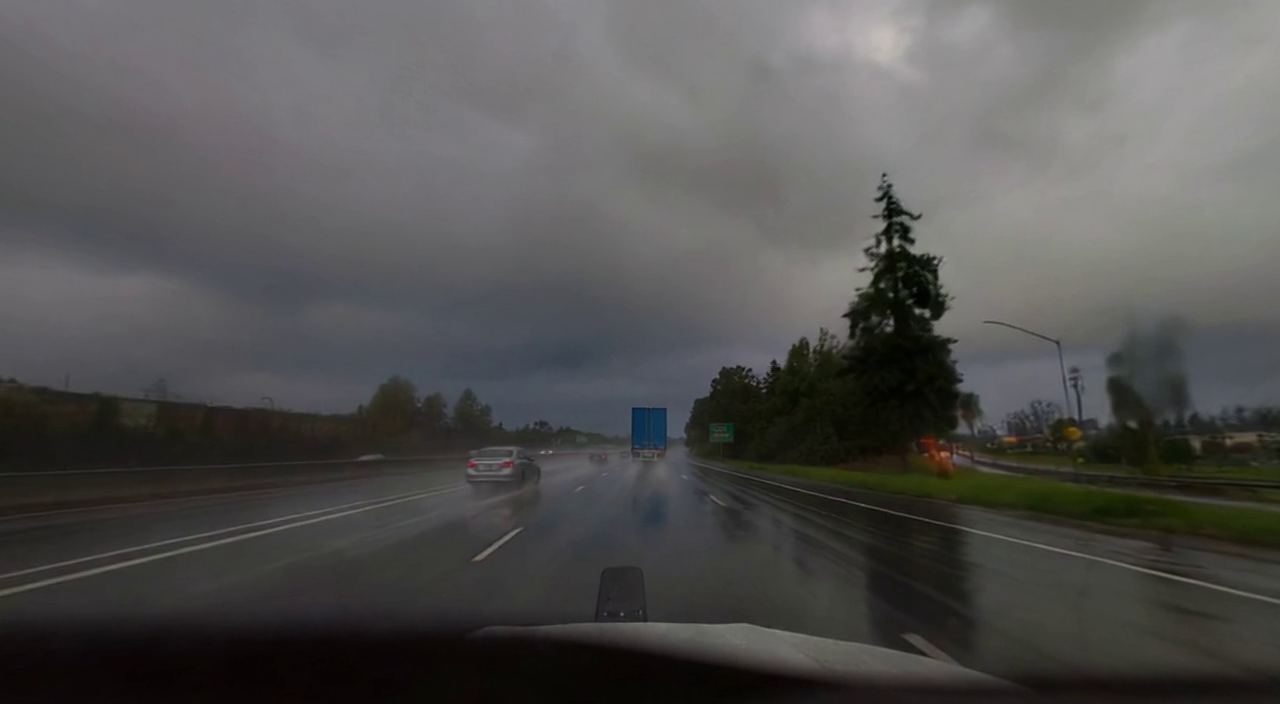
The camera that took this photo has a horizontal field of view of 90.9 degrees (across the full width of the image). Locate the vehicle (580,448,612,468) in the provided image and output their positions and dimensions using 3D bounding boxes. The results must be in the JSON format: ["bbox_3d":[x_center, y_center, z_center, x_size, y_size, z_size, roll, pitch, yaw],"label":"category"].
[{"bbox_3d":[-3.228,7.877,46.923,1.981,1.435,4.199,0,-9,2],"label":"vehicle"}]

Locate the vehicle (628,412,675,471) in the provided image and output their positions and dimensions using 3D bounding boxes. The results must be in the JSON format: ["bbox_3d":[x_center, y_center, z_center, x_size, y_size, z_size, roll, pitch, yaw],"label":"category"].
[{"bbox_3d":[0.761,6.262,43.769,2.893,3.628,9.081,0,-9,1],"label":"vehicle"}]

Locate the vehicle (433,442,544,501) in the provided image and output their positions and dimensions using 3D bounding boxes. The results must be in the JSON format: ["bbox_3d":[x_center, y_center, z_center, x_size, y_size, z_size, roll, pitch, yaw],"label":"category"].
[{"bbox_3d":[-4.186,3.375,18.216,2.010,1.461,4.391,0,-9,1],"label":"vehicle"}]
